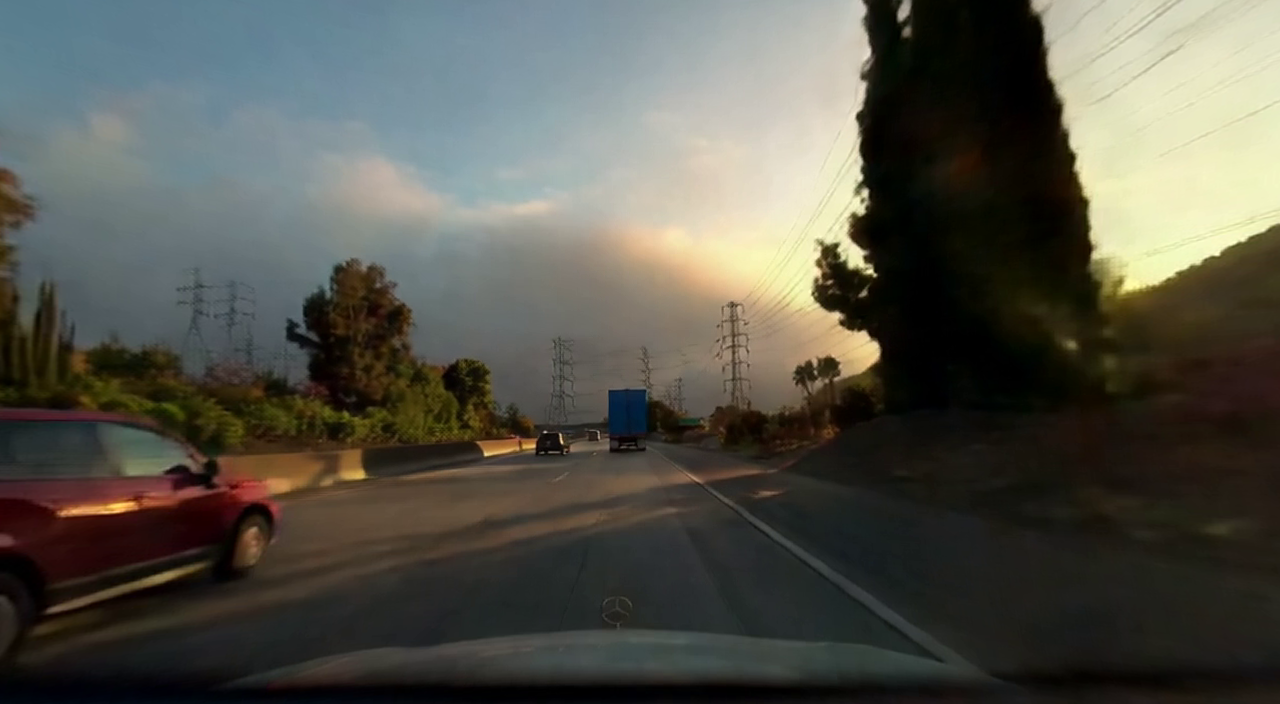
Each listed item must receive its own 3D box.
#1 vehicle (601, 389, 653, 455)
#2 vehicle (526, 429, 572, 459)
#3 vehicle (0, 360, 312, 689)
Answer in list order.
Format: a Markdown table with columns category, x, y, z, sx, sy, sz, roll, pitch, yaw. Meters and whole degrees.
| category | x | y | z | sx | sy | sz | roll | pitch | yaw |
| --- | --- | --- | --- | --- | --- | --- | --- | --- | --- |
| vehicle | -0.856 | 4.695 | 41.484 | 2.955 | 3.851 | 9.915 | 0 | -8 | -1 |
| vehicle | -4.852 | 4.964 | 34.192 | 1.934 | 1.549 | 4.194 | 0 | -8 | -1 |
| vehicle | -4.246 | 0.952 | 3.837 | 2.117 | 1.618 | 4.480 | 0 | -8 | -1 |
